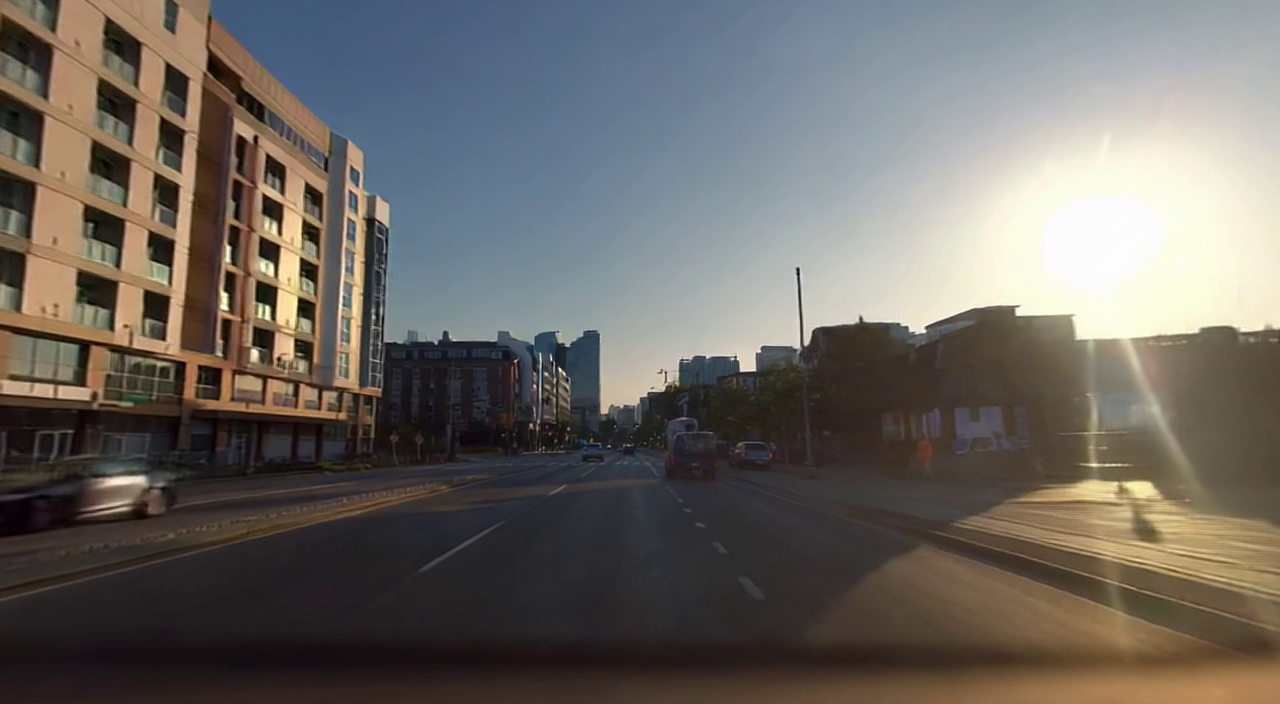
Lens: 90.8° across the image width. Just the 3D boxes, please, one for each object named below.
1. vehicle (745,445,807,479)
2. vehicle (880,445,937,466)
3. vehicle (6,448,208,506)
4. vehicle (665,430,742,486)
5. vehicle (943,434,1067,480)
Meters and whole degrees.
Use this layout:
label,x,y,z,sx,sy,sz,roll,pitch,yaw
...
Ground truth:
label,x,y,z,sx,sy,sz,roll,pitch,yaw
vehicle,6.244,5.095,29.499,1.795,1.459,4.333,0,-9,-2
vehicle,19.513,7.518,46.072,1.780,1.474,4.533,1,-8,-6
vehicle,-15.344,3.576,18.632,2.019,1.471,4.513,0,-9,0
vehicle,2.127,3.790,22.860,2.130,1.787,5.126,0,-9,-1
vehicle,14.370,4.160,25.248,1.975,1.648,4.451,1,-9,-5
